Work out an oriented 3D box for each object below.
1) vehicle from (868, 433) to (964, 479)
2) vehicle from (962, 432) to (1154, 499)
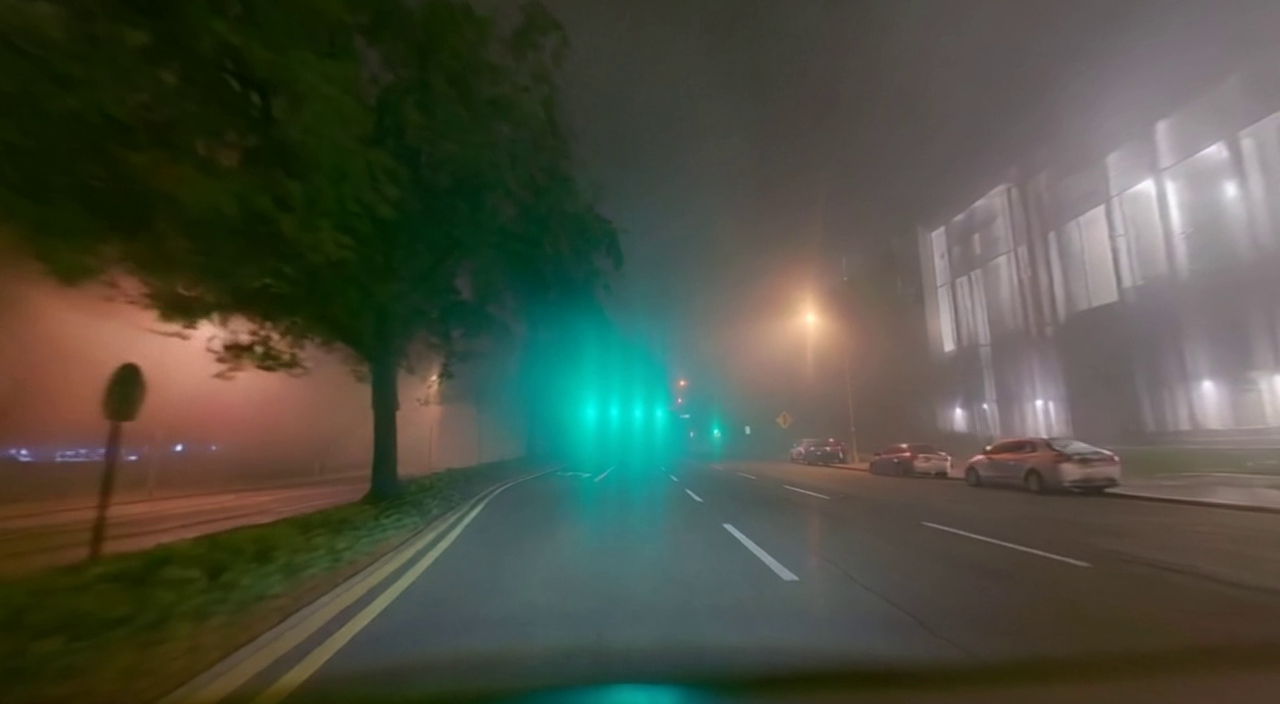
[{"bbox_3d":[10.525,3.982,24.418,1.889,1.631,4.021,0,-9,1],"label":"vehicle"},{"bbox_3d":[10.399,2.849,16.230,1.956,1.462,4.306,0,-8,0],"label":"vehicle"}]
